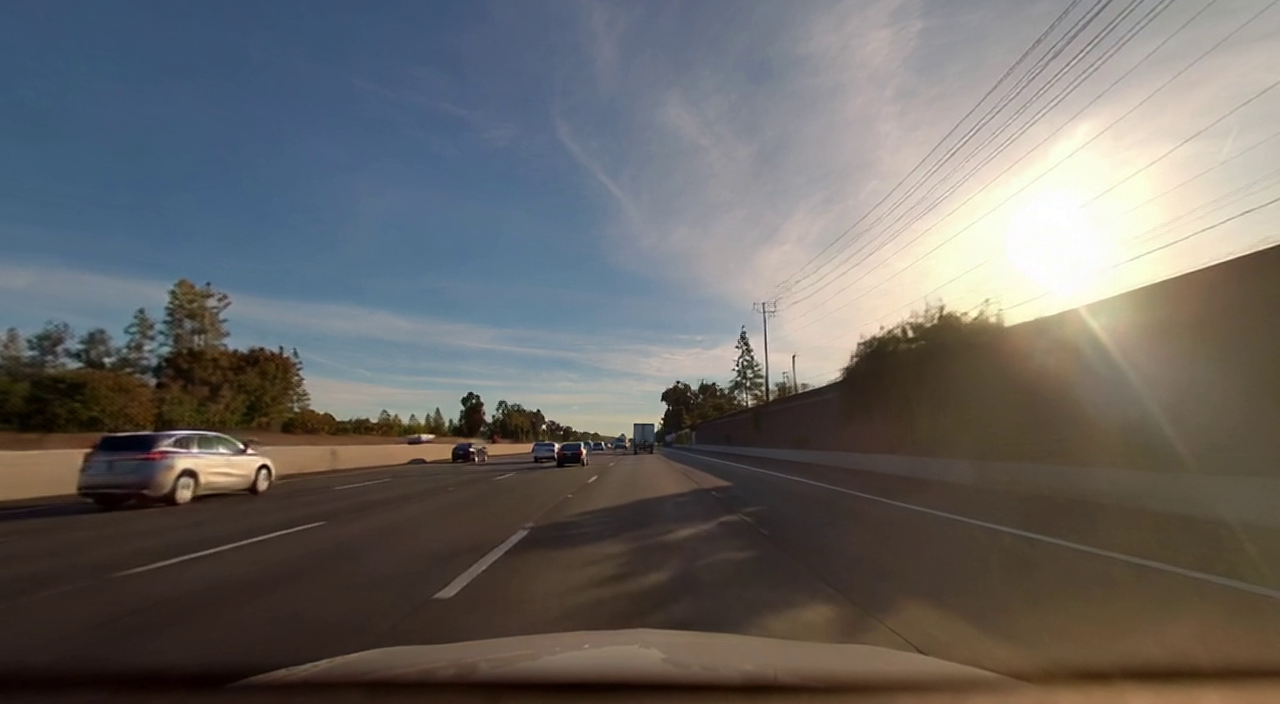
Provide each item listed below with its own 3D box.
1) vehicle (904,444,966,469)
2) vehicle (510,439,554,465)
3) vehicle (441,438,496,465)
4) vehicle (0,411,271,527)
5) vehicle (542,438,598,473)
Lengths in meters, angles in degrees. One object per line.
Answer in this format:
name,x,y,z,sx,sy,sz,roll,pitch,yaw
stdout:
vehicle,19.622,6.949,42.110,1.985,1.521,4.827,-1,-9,3
vehicle,-6.886,6.431,40.622,1.946,1.514,4.687,0,-9,1
vehicle,-10.856,6.342,40.228,2.058,1.621,4.739,0,-9,1
vehicle,-10.628,2.330,13.126,2.310,1.853,5.817,0,-9,1
vehicle,-3.240,4.939,30.187,2.045,1.532,4.954,0,-9,1
